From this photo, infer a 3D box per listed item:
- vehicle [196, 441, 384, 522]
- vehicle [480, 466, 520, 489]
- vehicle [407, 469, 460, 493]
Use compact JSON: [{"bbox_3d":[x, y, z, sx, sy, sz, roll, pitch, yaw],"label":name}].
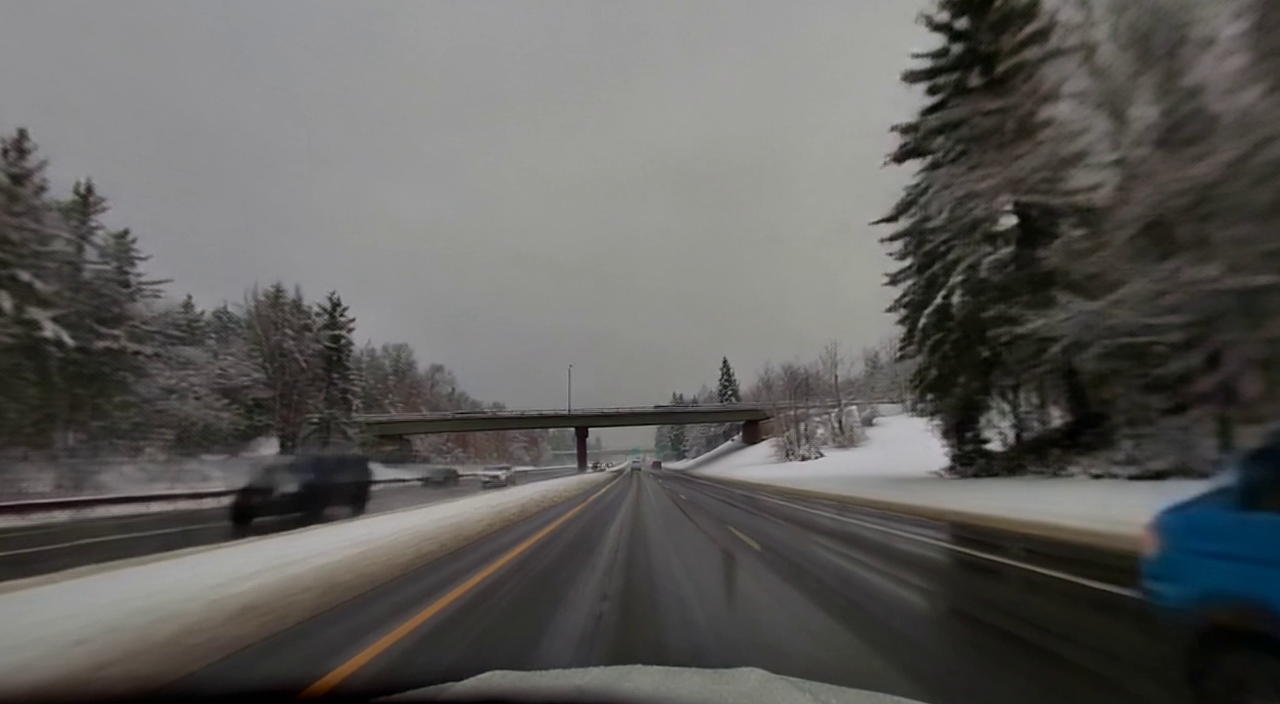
[{"bbox_3d":[-9.117,3.450,17.022,2.250,1.825,4.768,1,-10,0],"label":"vehicle"},{"bbox_3d":[-9.584,8.604,43.176,1.827,1.492,3.722,1,-10,1],"label":"vehicle"},{"bbox_3d":[-13.607,8.494,41.646,1.921,1.467,4.670,1,-10,0],"label":"vehicle"}]
